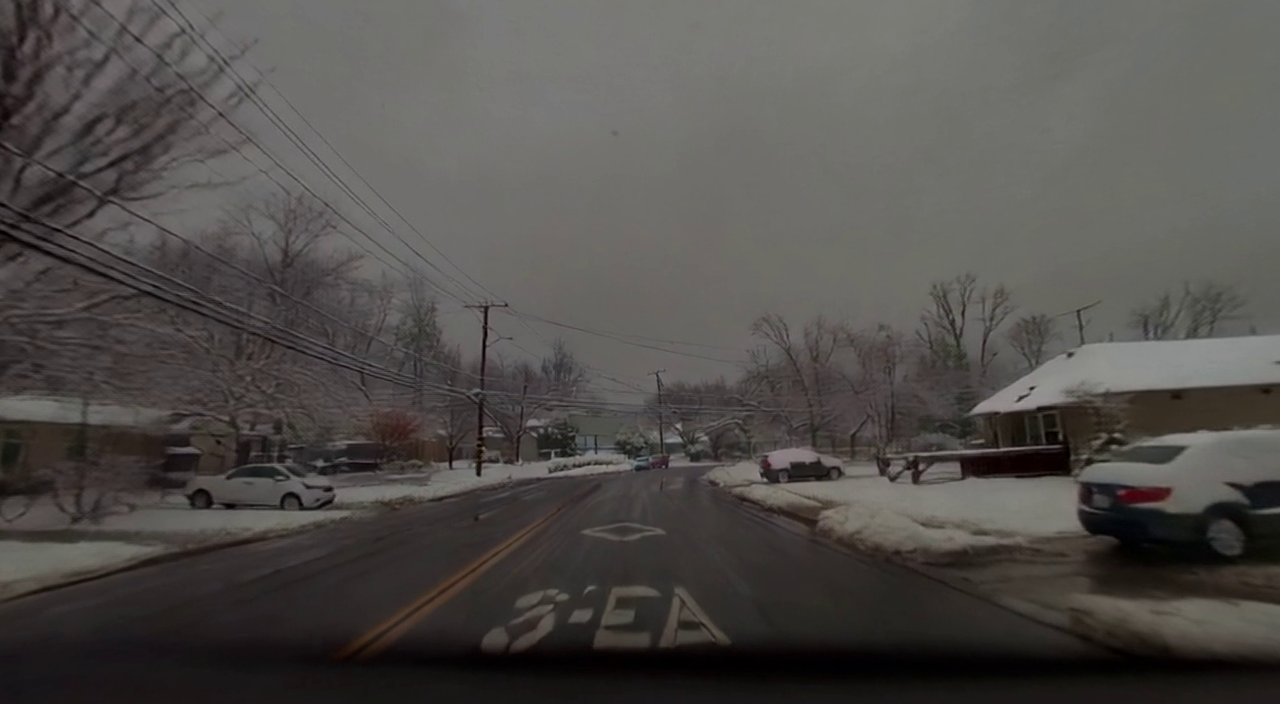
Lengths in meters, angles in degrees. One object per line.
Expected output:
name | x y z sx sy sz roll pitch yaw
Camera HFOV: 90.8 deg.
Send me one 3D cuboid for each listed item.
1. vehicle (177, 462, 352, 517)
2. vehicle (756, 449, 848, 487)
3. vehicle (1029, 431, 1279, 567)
vehicle | -11.738 4.295 19.968 4.243 1.598 2.003 0 -9 3
vehicle | 7.706 5.522 30.334 3.846 1.725 1.920 1 -9 -4
vehicle | 8.774 1.953 8.792 5.379 1.611 2.040 0 -9 -2
